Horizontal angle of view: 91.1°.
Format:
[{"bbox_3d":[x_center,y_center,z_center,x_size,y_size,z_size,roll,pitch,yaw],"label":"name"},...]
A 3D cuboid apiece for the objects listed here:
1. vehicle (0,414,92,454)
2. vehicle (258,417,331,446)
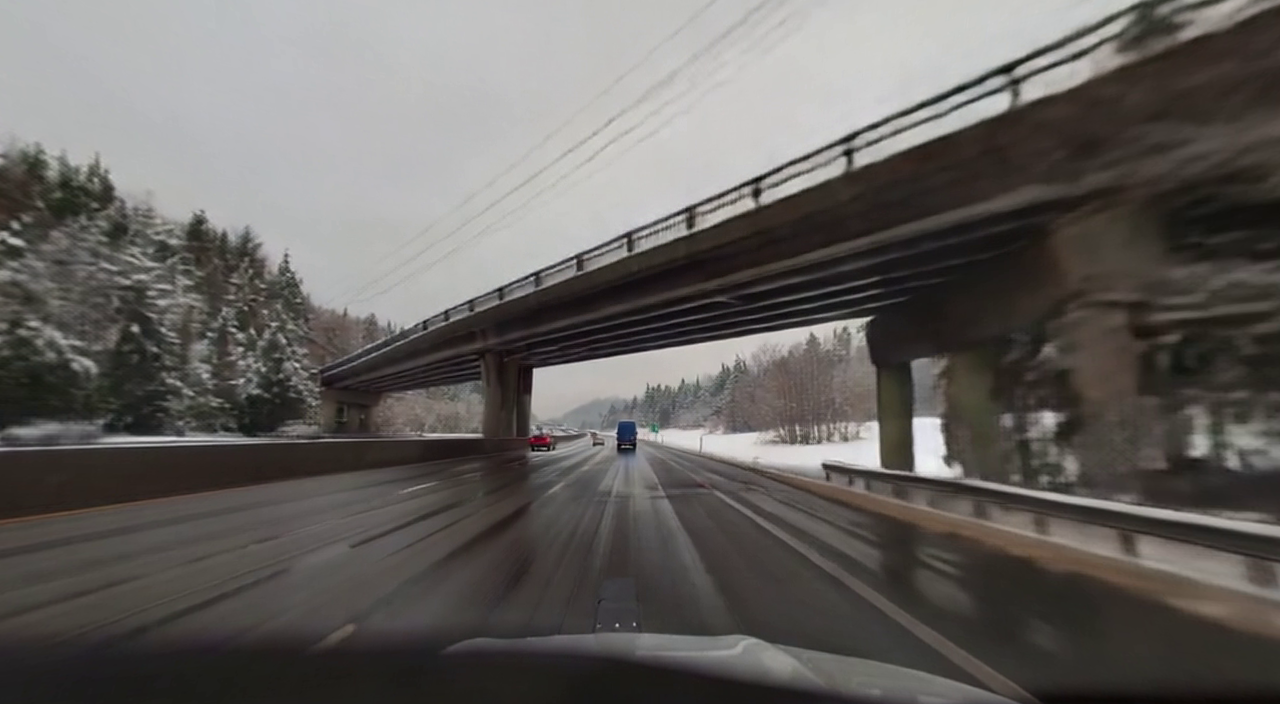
[{"bbox_3d":[-24.689,3.281,25.130,1.905,1.494,4.019,0,-8,-1],"label":"vehicle"},{"bbox_3d":[-21.076,4.887,38.564,2.071,1.706,4.159,0,-8,0],"label":"vehicle"}]
